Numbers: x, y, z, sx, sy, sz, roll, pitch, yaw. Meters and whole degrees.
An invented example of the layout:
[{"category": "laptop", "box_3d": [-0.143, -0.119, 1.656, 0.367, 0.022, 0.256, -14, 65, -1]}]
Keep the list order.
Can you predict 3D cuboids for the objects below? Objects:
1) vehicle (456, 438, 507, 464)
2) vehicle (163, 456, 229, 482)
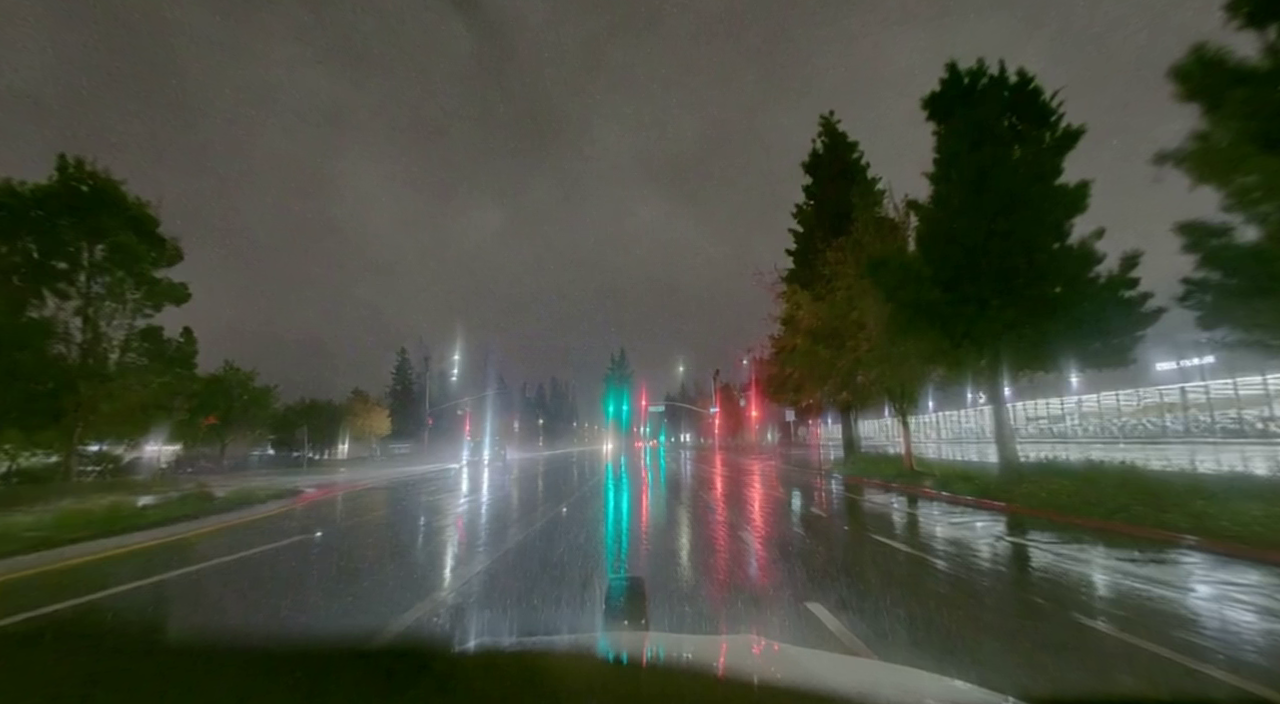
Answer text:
[{"category": "vehicle", "box_3d": [-12.109, 7.598, 48.535, 2.225, 1.876, 5.661, 0, -8, 2]}, {"category": "vehicle", "box_3d": [-34.278, 9.027, 48.858, 2.020, 1.812, 4.914, 1, -8, -7]}]
